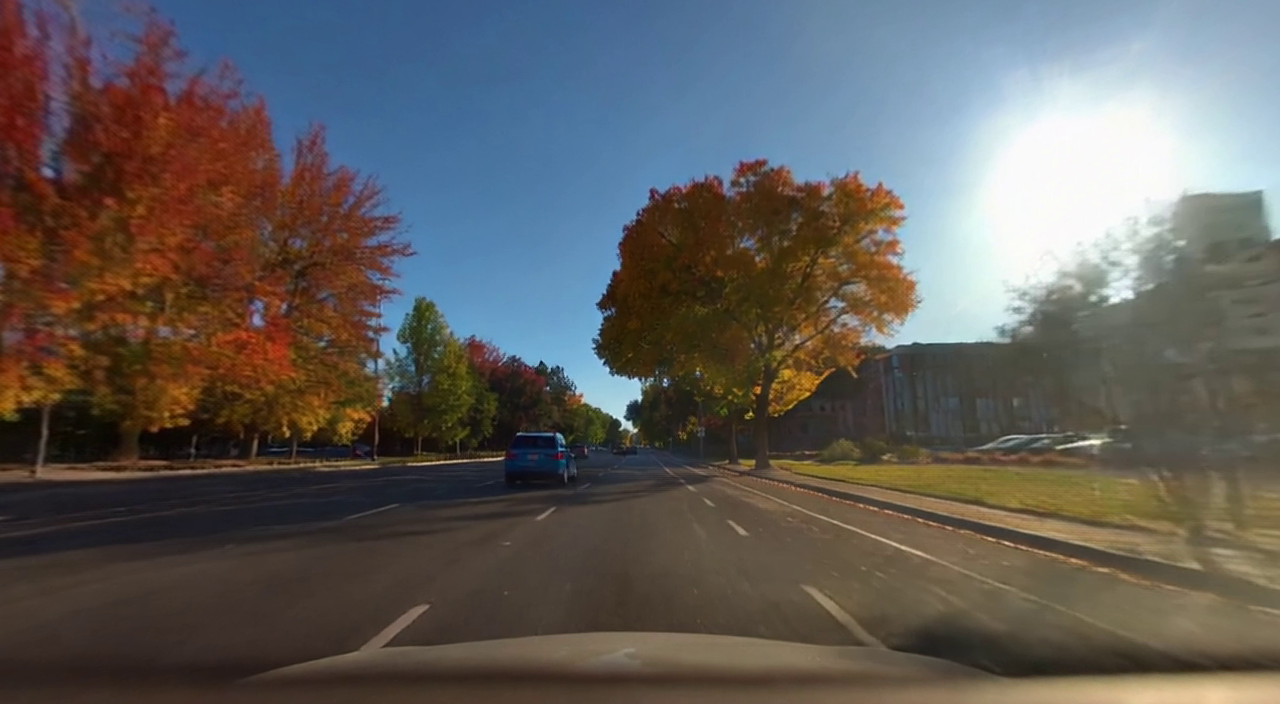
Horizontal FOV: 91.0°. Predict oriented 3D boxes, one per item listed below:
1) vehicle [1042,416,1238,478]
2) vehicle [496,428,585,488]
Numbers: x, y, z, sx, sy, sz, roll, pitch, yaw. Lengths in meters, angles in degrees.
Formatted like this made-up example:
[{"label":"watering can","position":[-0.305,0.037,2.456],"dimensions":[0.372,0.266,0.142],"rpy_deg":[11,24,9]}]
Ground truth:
[{"label":"vehicle","position":[17.411,3.313,22.137],"dimensions":[4.929,1.875,2.154],"rpy_deg":[-2,-8,0]},{"label":"vehicle","position":[-3.165,3.505,21.072],"dimensions":[2.112,1.779,4.489],"rpy_deg":[0,-8,2]}]
